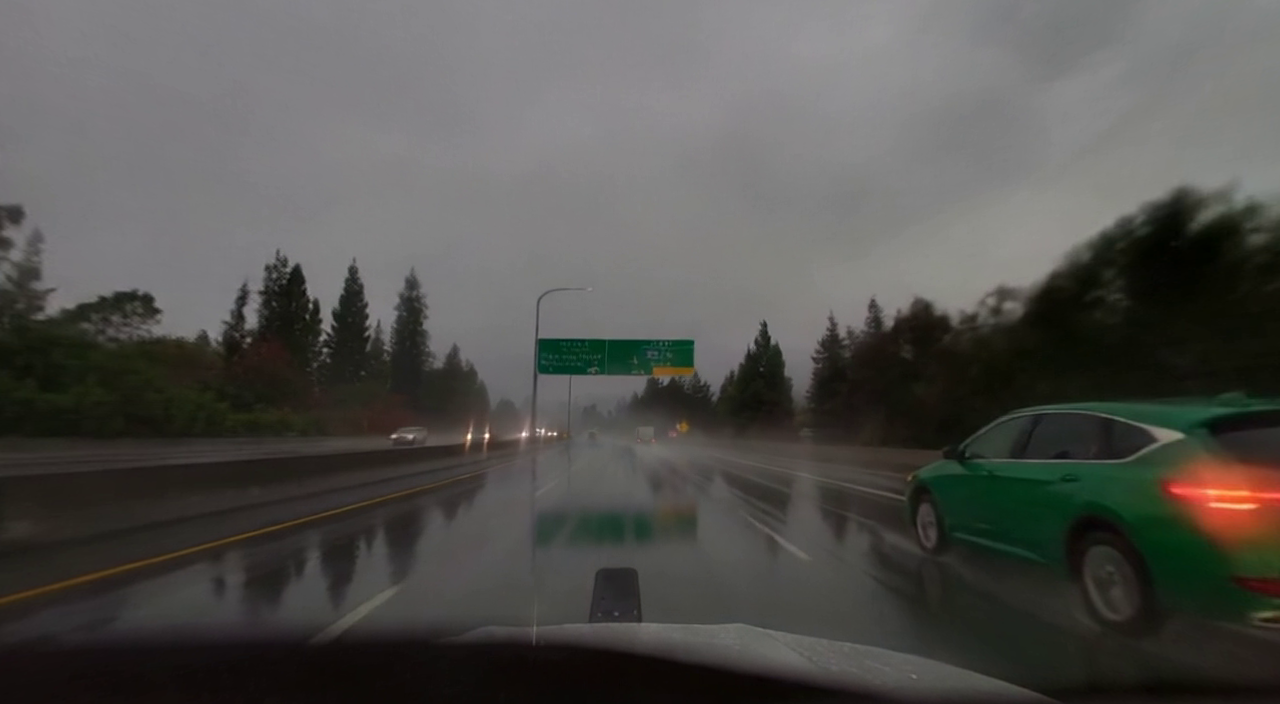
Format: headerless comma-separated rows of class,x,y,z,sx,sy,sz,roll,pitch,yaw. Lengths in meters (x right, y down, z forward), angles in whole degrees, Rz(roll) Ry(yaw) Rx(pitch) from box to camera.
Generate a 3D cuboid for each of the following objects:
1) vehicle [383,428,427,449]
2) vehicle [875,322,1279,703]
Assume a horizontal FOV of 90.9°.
vehicle,-16.969,6.258,45.600,1.750,1.471,3.894,0,-8,-2
vehicle,3.505,0.961,4.235,2.107,1.642,4.331,0,-8,-1
